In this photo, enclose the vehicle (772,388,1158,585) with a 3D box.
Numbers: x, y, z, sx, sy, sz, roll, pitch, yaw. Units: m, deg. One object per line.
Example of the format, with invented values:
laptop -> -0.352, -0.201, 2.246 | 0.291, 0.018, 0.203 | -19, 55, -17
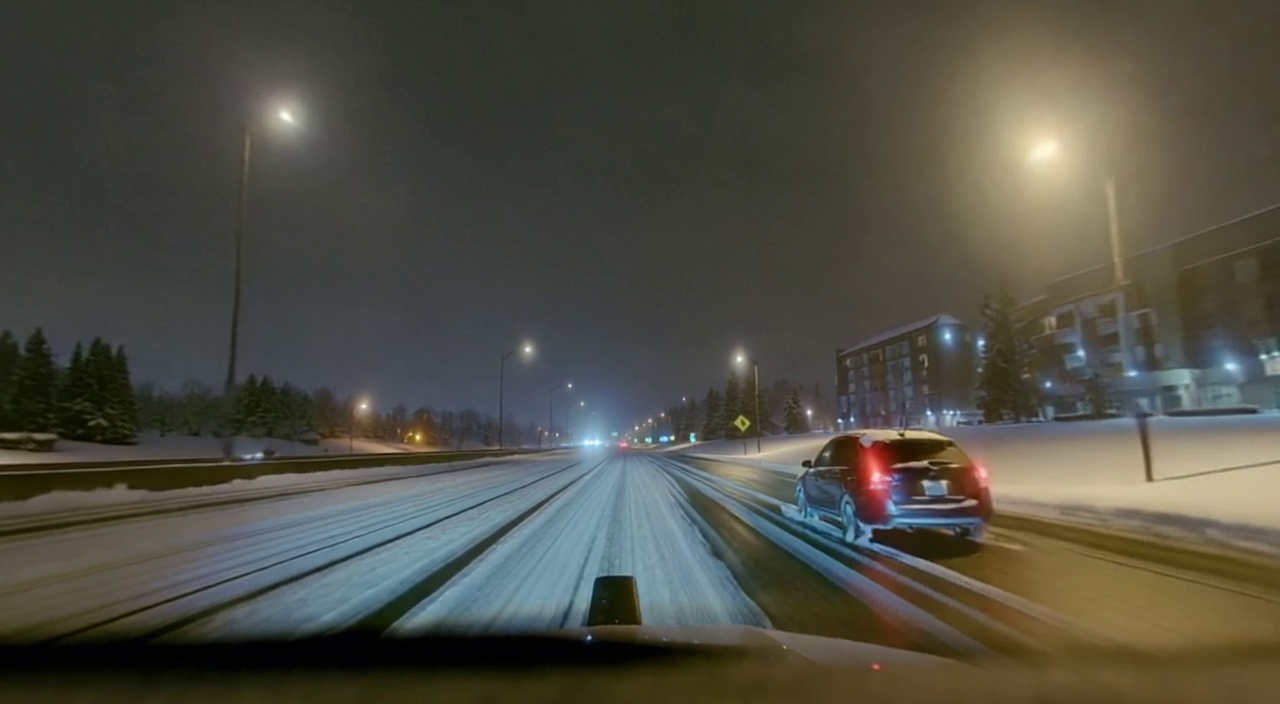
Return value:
vehicle -> 3.460, 1.582, 8.266 | 2.212, 1.753, 5.064 | 0, -9, -2
